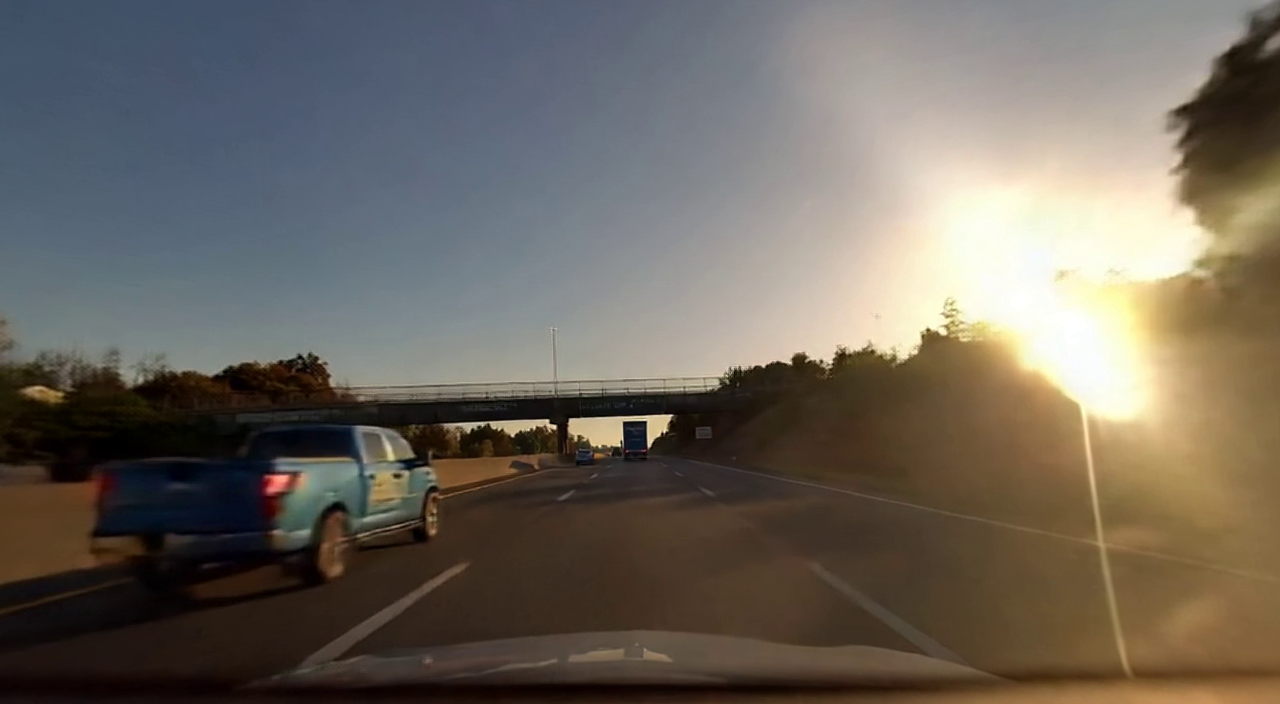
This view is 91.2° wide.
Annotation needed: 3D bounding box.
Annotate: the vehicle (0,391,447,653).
[{"bbox_3d":[-3.696,1.439,6.287,2.160,1.691,4.243,0,-9,0],"label":"vehicle"}]
